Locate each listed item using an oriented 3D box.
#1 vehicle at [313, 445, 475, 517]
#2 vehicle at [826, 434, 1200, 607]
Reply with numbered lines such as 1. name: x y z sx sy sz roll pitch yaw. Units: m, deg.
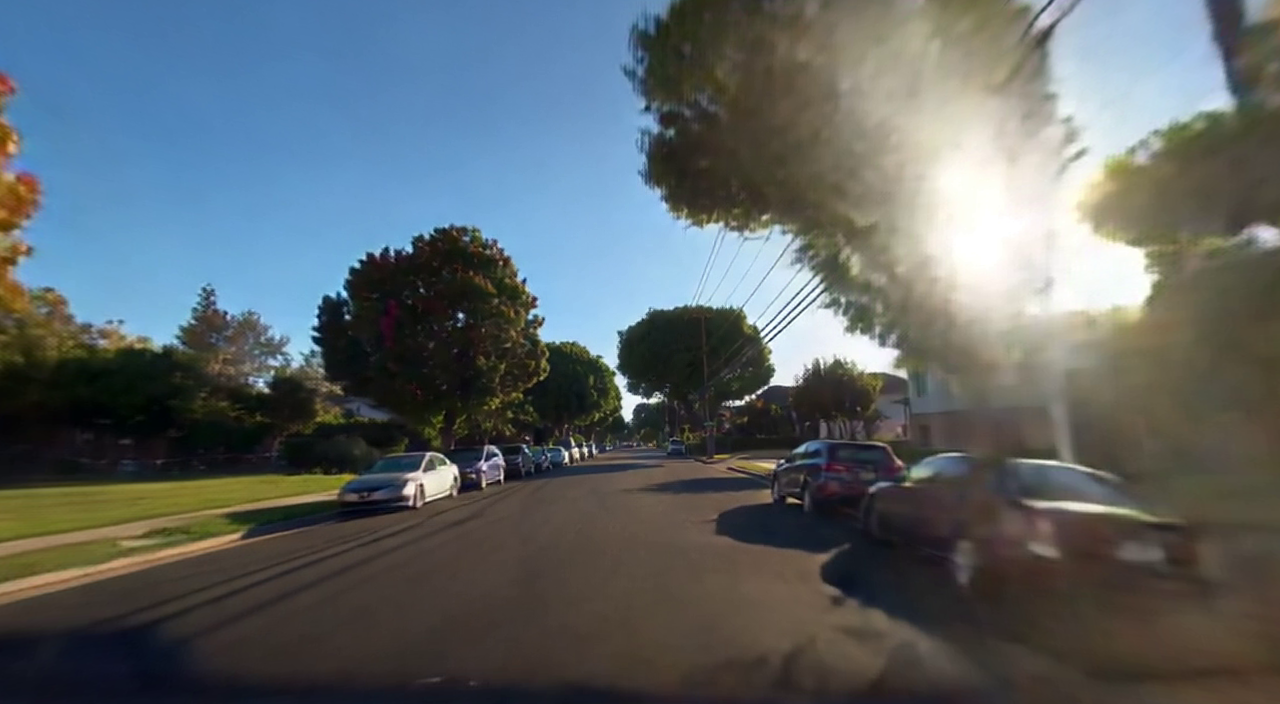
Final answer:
1. vehicle: -6.041 3.187 16.288 2.231 1.492 4.727 1 -8 0
2. vehicle: 3.783 1.740 7.476 1.851 1.438 4.177 0 -8 0
